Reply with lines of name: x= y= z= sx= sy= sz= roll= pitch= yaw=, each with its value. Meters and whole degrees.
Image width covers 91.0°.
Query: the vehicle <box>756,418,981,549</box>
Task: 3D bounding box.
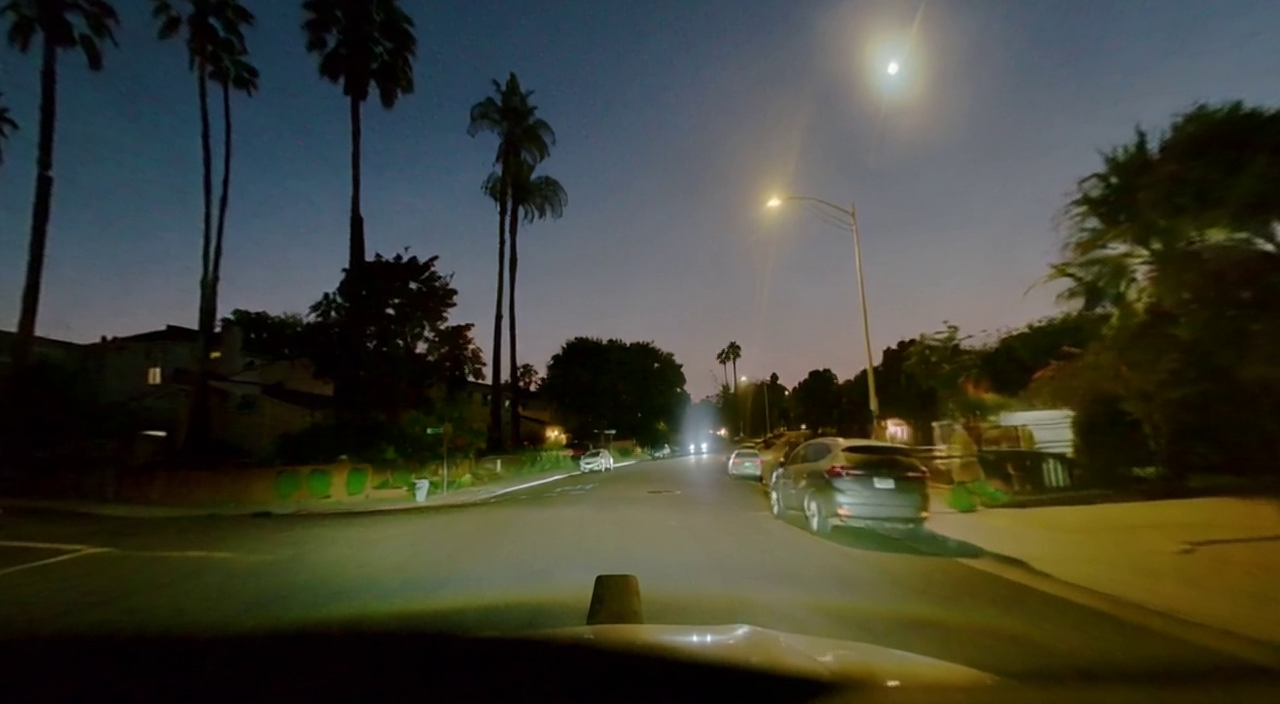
vehicle: x=3.670 y=2.205 z=11.348 sx=2.197 sy=1.816 sz=4.845 roll=0 pitch=-8 yaw=0

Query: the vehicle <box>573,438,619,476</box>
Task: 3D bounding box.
vehicle: x=-3.084 y=7.574 z=44.994 sx=2.053 sy=1.713 sz=4.850 roll=-4 pitch=-21 yaw=10

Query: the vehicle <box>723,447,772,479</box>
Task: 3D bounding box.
vehicle: x=5.193 y=5.393 z=30.880 sx=1.942 sy=1.465 sz=4.123 roll=-1 pitch=-8 yaw=4
